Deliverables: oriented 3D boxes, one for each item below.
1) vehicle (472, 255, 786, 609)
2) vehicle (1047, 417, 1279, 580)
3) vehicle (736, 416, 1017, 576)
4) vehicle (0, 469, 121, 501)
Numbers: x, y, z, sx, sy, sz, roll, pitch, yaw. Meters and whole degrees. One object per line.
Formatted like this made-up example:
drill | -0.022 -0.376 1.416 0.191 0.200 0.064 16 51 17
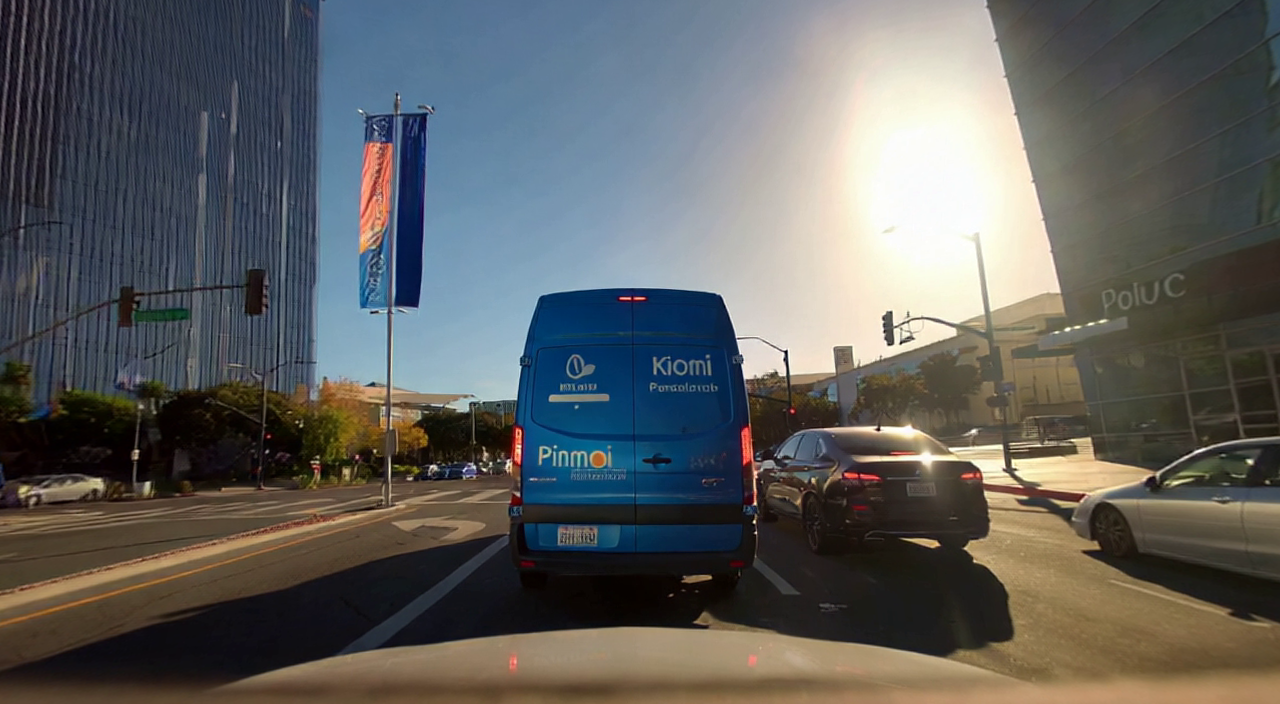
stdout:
vehicle | -0.052 1.174 9.103 2.613 3.035 7.342 0 -8 1
vehicle | 7.520 1.585 7.025 1.963 1.669 4.678 3 -9 -20
vehicle | 2.864 1.865 9.045 2.183 1.676 4.506 0 -8 -1
vehicle | -29.871 6.747 32.179 4.888 1.481 1.873 1 -9 -10
